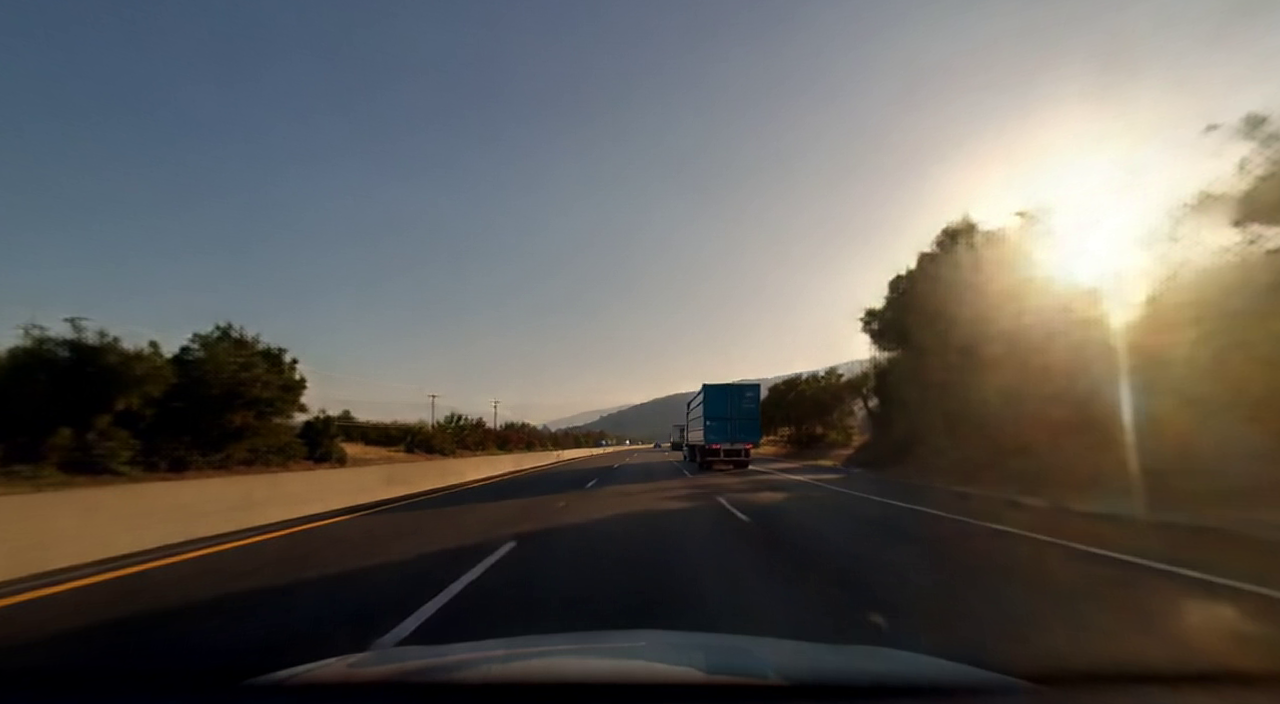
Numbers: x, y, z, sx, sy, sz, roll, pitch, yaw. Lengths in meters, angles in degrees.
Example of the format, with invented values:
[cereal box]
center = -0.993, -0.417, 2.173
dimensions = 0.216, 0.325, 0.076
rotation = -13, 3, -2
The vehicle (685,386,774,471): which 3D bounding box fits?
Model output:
[vehicle]
center = 4.699, 4.672, 36.734
dimensions = 3.485, 3.975, 14.489
rotation = 0, -8, 1
